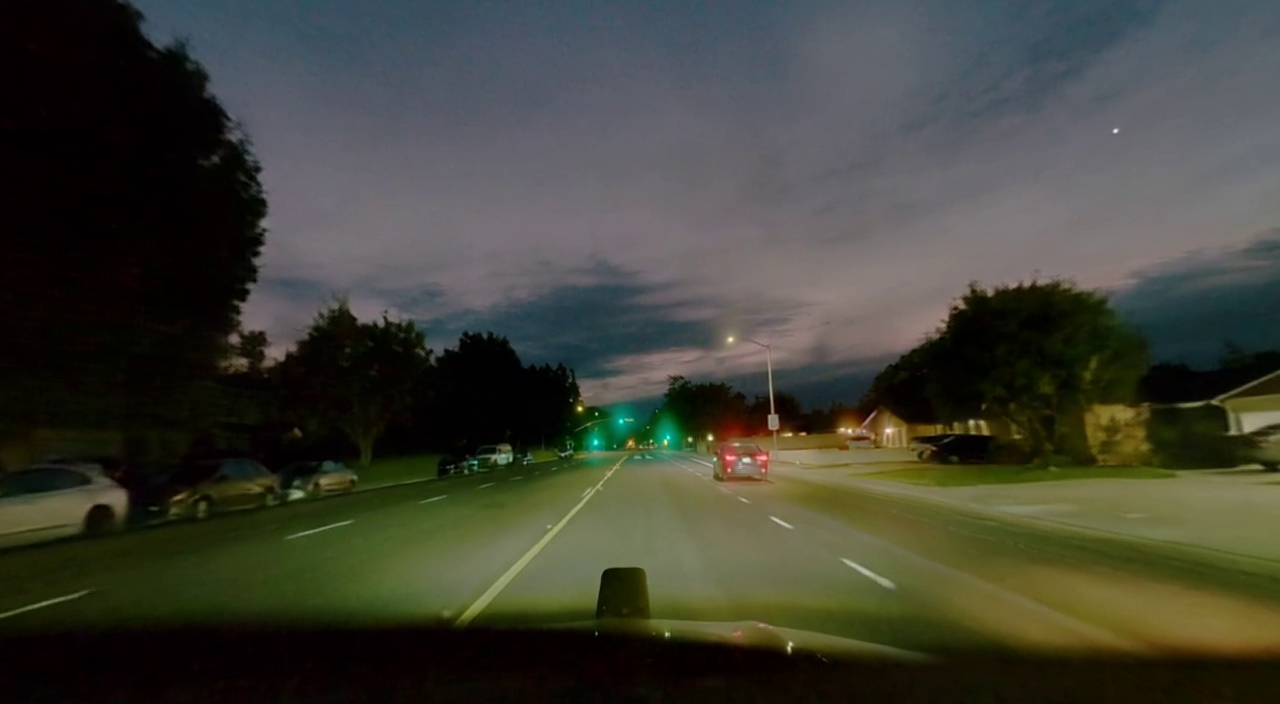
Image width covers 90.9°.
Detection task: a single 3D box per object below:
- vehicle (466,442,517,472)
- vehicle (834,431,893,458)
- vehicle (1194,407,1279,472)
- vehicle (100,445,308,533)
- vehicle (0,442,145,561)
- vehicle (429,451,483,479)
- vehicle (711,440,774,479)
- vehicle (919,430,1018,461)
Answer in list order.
[{"bbox_3d":[-10.718,7.598,45.946,2.180,1.953,5.787,-1,-8,1],"label":"vehicle"},{"bbox_3d":[15.582,6.490,44.206,2.129,1.699,4.906,0,-8,-3],"label":"vehicle"},{"bbox_3d":[17.740,2.572,18.411,2.155,1.670,4.506,-8,-11,40],"label":"vehicle"},{"bbox_3d":[-10.761,3.343,16.139,2.231,1.736,4.630,-4,-8,-3],"label":"vehicle"},{"bbox_3d":[-10.828,2.434,10.132,2.083,1.791,4.585,-5,-8,-1],"label":"vehicle"},{"bbox_3d":[-10.725,6.571,36.984,1.829,1.441,4.355,-1,-8,0],"label":"vehicle"},{"bbox_3d":[4.342,4.625,27.399,1.956,1.492,4.425,0,-8,0],"label":"vehicle"},{"bbox_3d":[17.419,5.004,33.608,4.065,1.557,2.107,0,-9,-1],"label":"vehicle"}]
